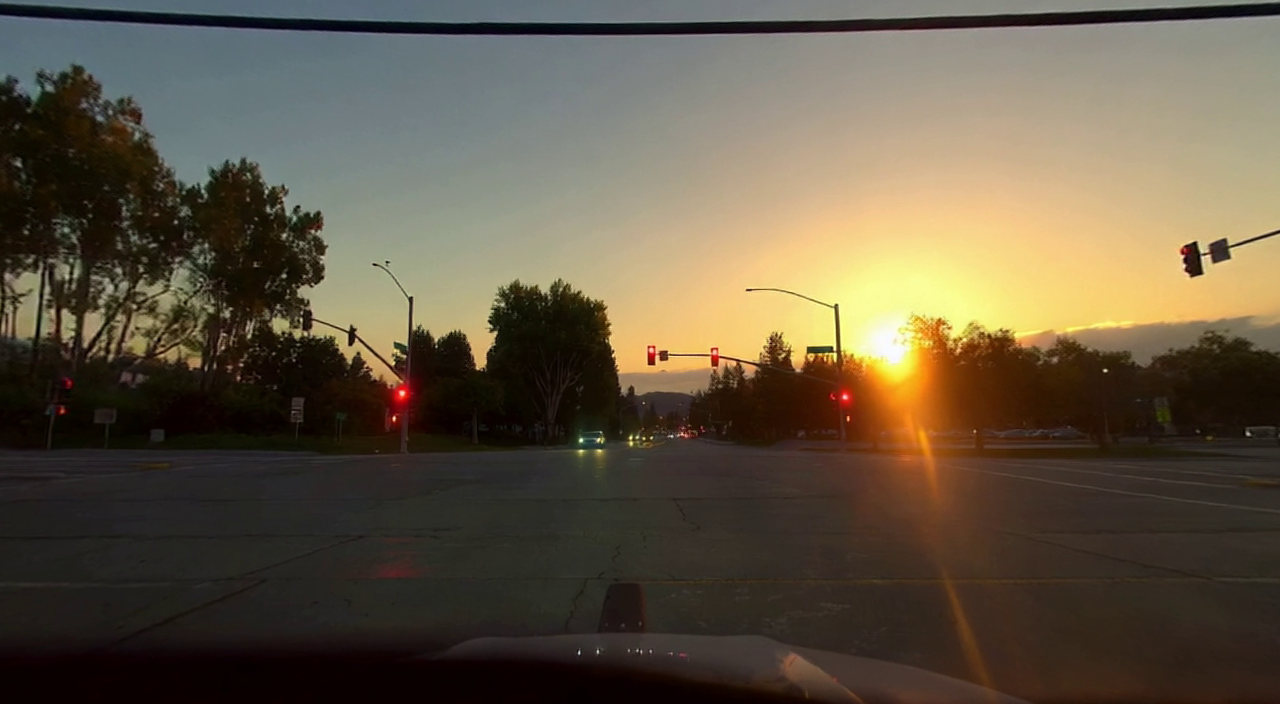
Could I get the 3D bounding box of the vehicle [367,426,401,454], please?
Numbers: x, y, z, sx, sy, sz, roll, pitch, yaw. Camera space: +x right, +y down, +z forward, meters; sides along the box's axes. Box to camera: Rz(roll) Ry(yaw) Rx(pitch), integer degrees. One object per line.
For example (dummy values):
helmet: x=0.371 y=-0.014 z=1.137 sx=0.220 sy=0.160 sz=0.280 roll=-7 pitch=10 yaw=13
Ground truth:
vehicle: x=-19.971 y=6.851 z=48.891 sx=1.873 sy=2.079 sz=2.879 roll=5 pitch=-10 yaw=-33
